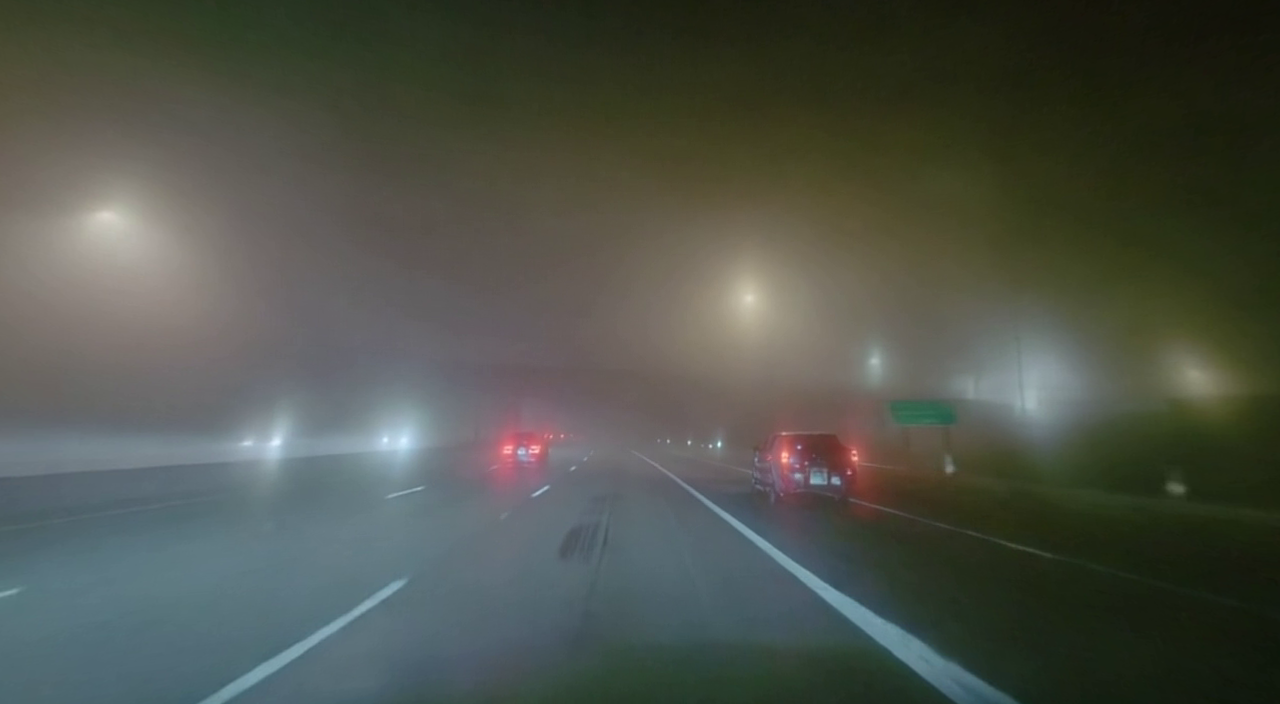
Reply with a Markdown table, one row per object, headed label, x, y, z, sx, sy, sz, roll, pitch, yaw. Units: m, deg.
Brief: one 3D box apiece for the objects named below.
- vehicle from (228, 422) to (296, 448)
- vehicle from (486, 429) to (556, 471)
| label | x | y | z | sx | sy | sz | roll | pitch | yaw |
| --- | --- | --- | --- | --- | --- | --- | --- | --- | --- |
| vehicle | -23.070 | 5.110 | 38.573 | 1.761 | 1.485 | 4.054 | 0 | -8 | -2 |
| vehicle | -4.915 | 4.115 | 26.767 | 2.123 | 1.601 | 4.887 | 0 | -8 | -1 |
